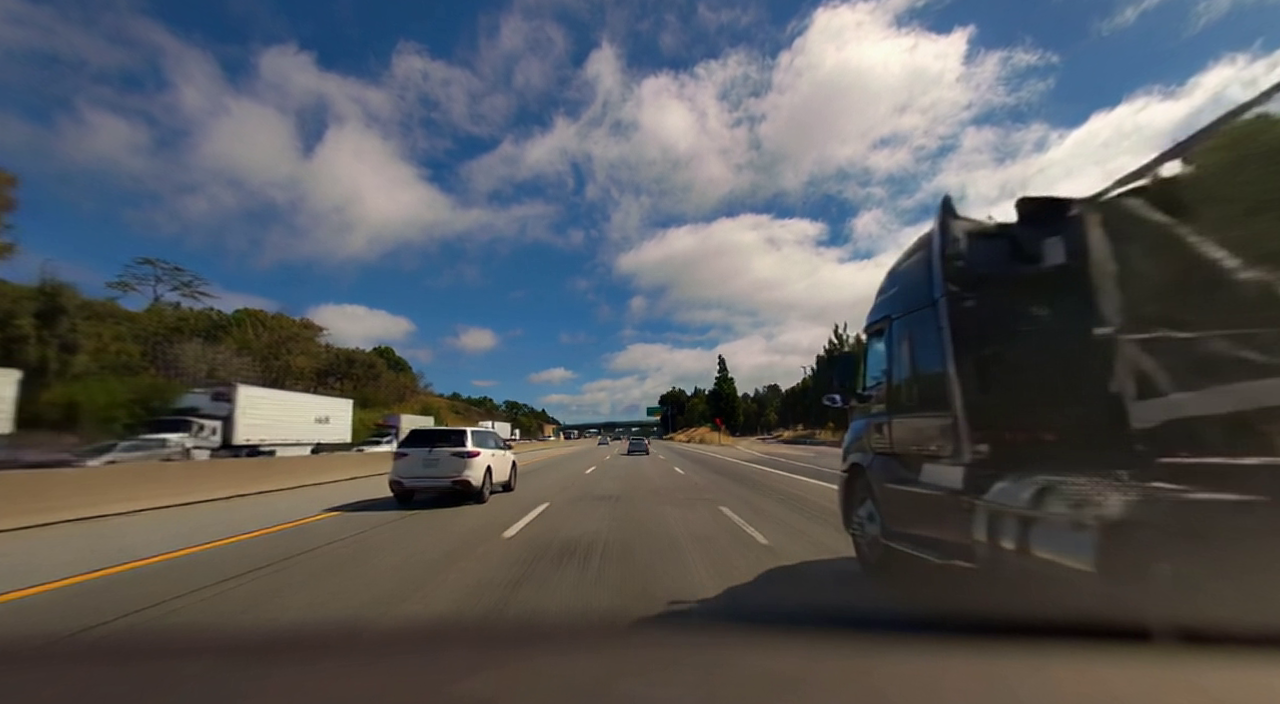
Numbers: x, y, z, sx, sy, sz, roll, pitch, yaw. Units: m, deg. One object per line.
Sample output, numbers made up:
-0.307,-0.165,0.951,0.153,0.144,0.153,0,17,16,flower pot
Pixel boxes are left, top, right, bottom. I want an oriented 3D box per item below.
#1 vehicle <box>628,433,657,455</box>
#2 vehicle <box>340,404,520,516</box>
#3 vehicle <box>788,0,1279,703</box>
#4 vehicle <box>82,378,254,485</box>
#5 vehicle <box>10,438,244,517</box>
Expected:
0.164,6.839,46.692,2.051,1.528,4.265,0,-8,-1,vehicle
-4.007,2.144,13.068,2.115,1.887,4.721,0,-8,0,vehicle
3.565,-0.060,5.522,3.024,4.287,5.601,1,-7,-1,vehicle
-19.544,3.336,26.526,3.070,4.049,5.097,0,-8,-1,vehicle
-11.083,2.672,14.057,1.891,1.475,3.958,0,-8,0,vehicle
